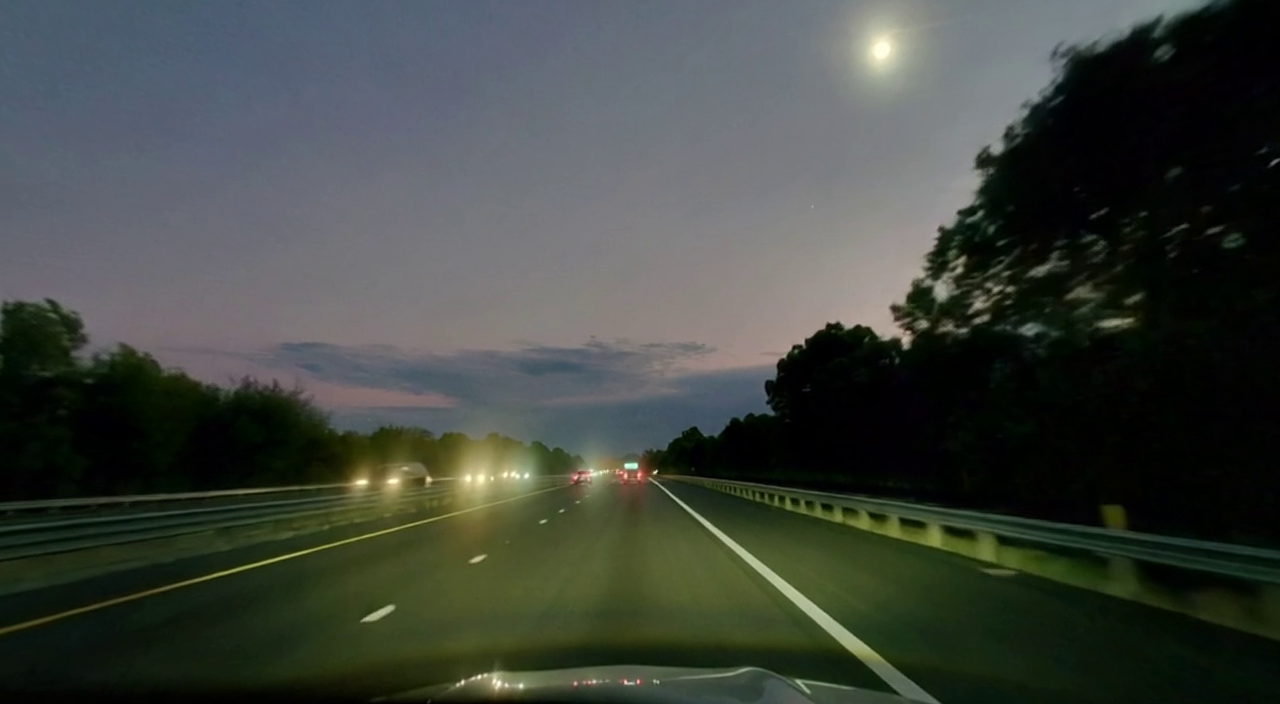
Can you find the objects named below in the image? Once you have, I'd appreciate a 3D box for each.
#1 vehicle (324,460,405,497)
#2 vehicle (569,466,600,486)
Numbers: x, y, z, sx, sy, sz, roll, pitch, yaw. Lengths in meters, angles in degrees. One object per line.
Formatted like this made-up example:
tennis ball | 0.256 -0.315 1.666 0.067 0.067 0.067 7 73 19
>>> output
vehicle | -13.040 6.042 30.179 1.898 1.610 4.494 1 -11 -1
vehicle | -4.328 9.761 49.490 2.088 1.466 3.939 1 -11 0
